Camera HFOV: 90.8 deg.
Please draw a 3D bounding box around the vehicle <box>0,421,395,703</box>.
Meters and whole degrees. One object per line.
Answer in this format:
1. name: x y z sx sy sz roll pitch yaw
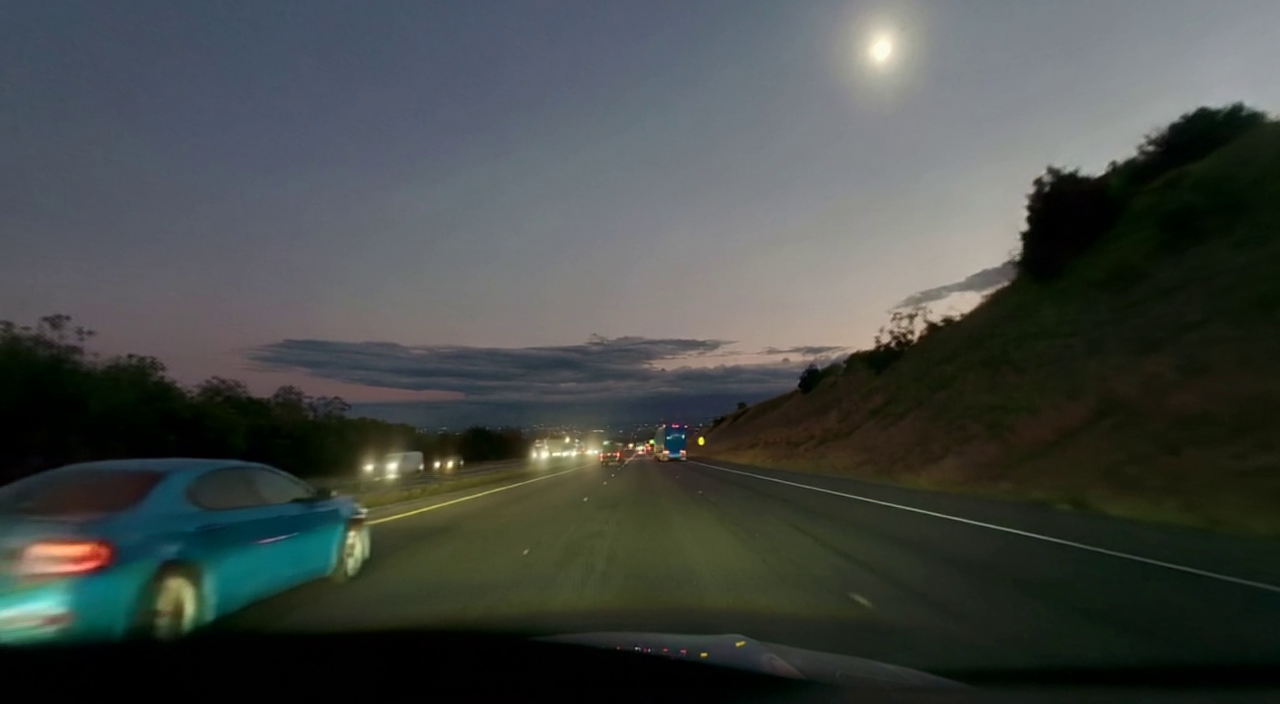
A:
1. vehicle: -3.662 1.372 4.782 2.013 1.498 3.908 -1 -9 0
